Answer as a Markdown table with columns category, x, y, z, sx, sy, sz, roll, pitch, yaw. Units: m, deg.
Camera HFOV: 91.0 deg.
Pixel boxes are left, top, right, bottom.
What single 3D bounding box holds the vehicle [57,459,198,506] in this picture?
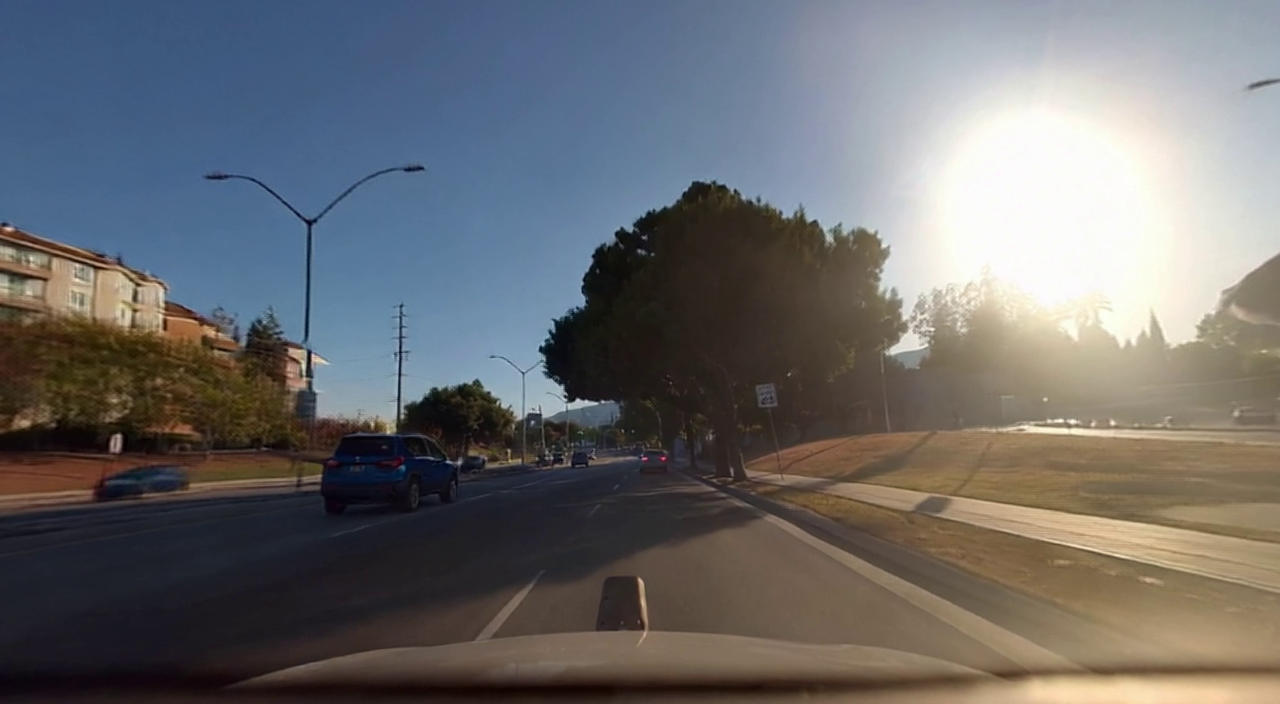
| category | x | y | z | sx | sy | sz | roll | pitch | yaw |
| --- | --- | --- | --- | --- | --- | --- | --- | --- | --- |
| vehicle | -19.111 | 4.845 | 23.767 | 1.864 | 1.514 | 4.079 | 0 | -8 | 0 |

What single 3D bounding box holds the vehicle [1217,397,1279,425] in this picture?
| category | x | y | z | sx | sy | sz | roll | pitch | yaw |
| --- | --- | --- | --- | --- | --- | --- | --- | --- | --- |
| vehicle | 38.943 | 3.733 | 39.429 | 1.772 | 1.504 | 4.322 | -1 | -9 | 5 |

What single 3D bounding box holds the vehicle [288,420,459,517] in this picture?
| category | x | y | z | sx | sy | sz | roll | pitch | yaw |
| --- | --- | --- | --- | --- | --- | --- | --- | --- | --- |
| vehicle | -5.892 | 2.615 | 14.620 | 2.027 | 1.908 | 4.273 | 0 | -8 | 1 |

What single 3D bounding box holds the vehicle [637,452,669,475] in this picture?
| category | x | y | z | sx | sy | sz | roll | pitch | yaw |
| --- | --- | --- | --- | --- | --- | --- | --- | --- | --- |
| vehicle | 0.863 | 7.818 | 44.225 | 2.091 | 1.494 | 3.962 | 0 | -8 | -1 |
